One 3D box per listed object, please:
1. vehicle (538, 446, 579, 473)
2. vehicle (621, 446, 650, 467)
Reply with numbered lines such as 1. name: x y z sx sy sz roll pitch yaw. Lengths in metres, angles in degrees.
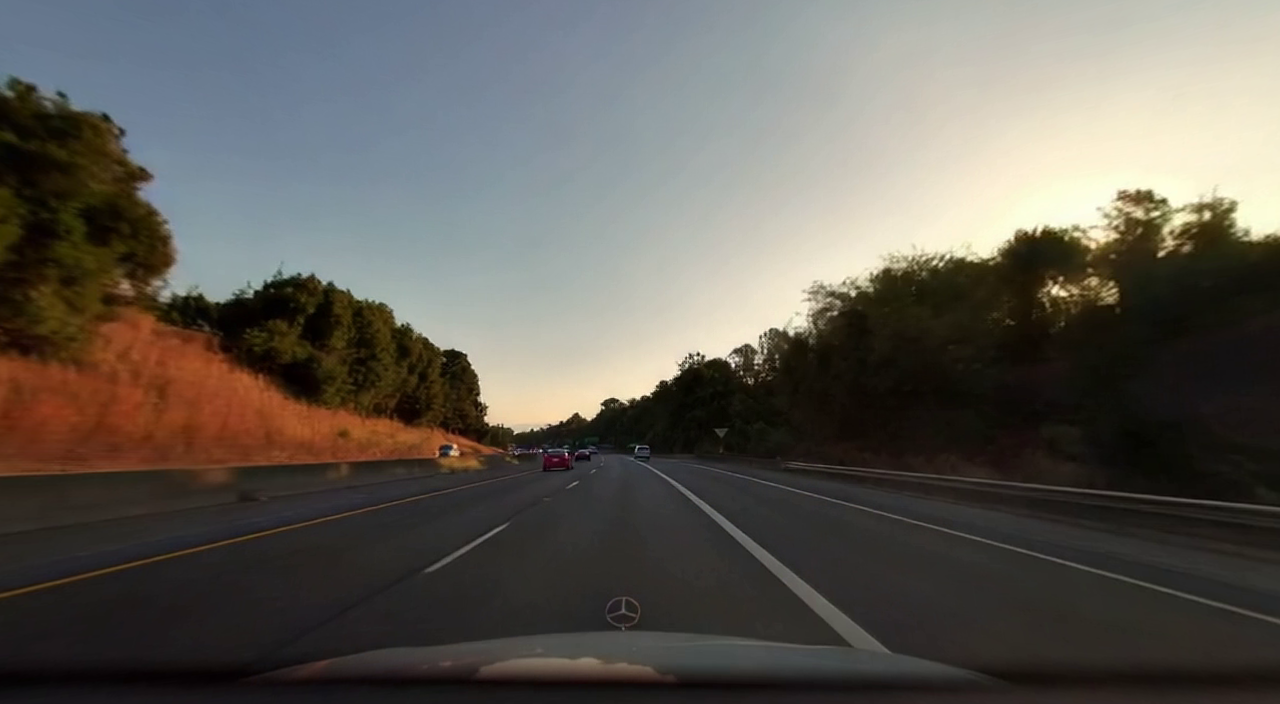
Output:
1. vehicle: -4.992 6.643 39.276 1.957 1.499 4.965 0 -9 -1
2. vehicle: -0.358 7.638 46.256 2.031 1.483 3.417 0 -9 -3
